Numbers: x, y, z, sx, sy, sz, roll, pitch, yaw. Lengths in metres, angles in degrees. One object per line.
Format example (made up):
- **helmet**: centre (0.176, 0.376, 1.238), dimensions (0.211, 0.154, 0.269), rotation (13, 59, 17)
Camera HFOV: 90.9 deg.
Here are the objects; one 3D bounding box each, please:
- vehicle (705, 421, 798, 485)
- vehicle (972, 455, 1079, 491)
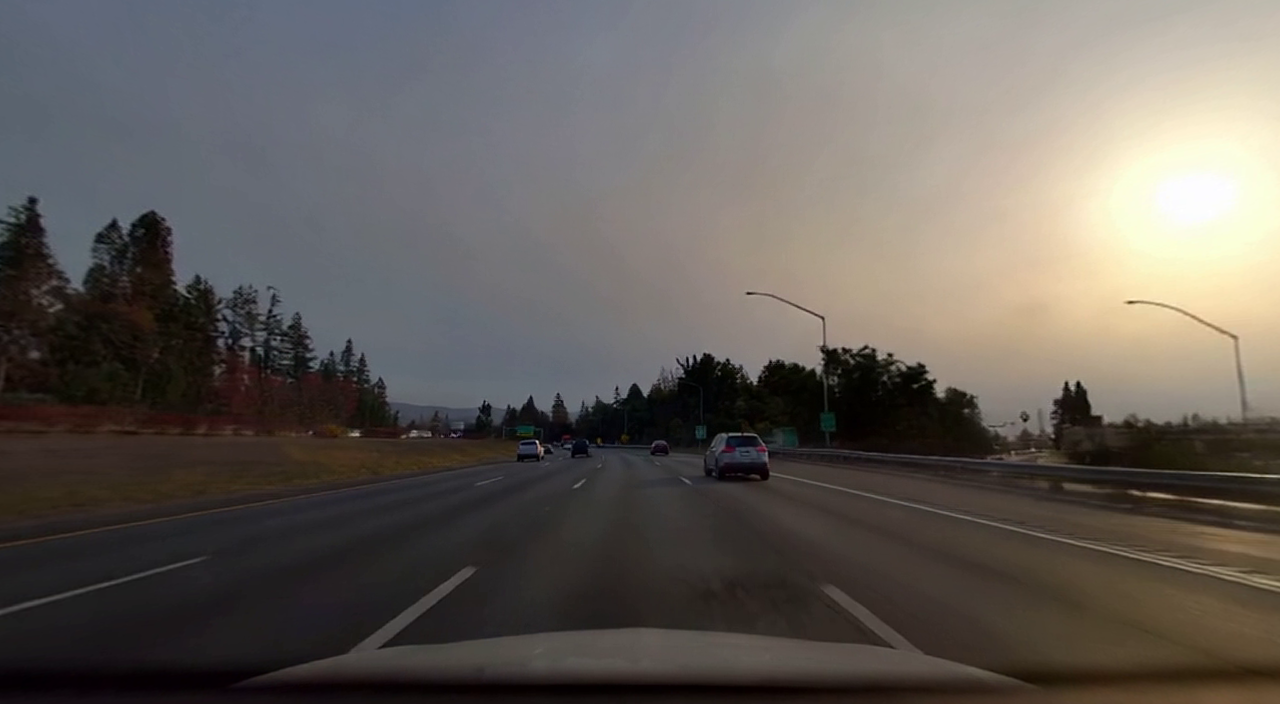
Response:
- **vehicle**: centre (3.421, 3.223, 20.317), dimensions (2.043, 1.795, 4.347), rotation (0, -8, -2)
- **vehicle**: centre (19.491, 6.080, 32.188), dimensions (2.033, 1.580, 4.752), rotation (1, -8, -8)
